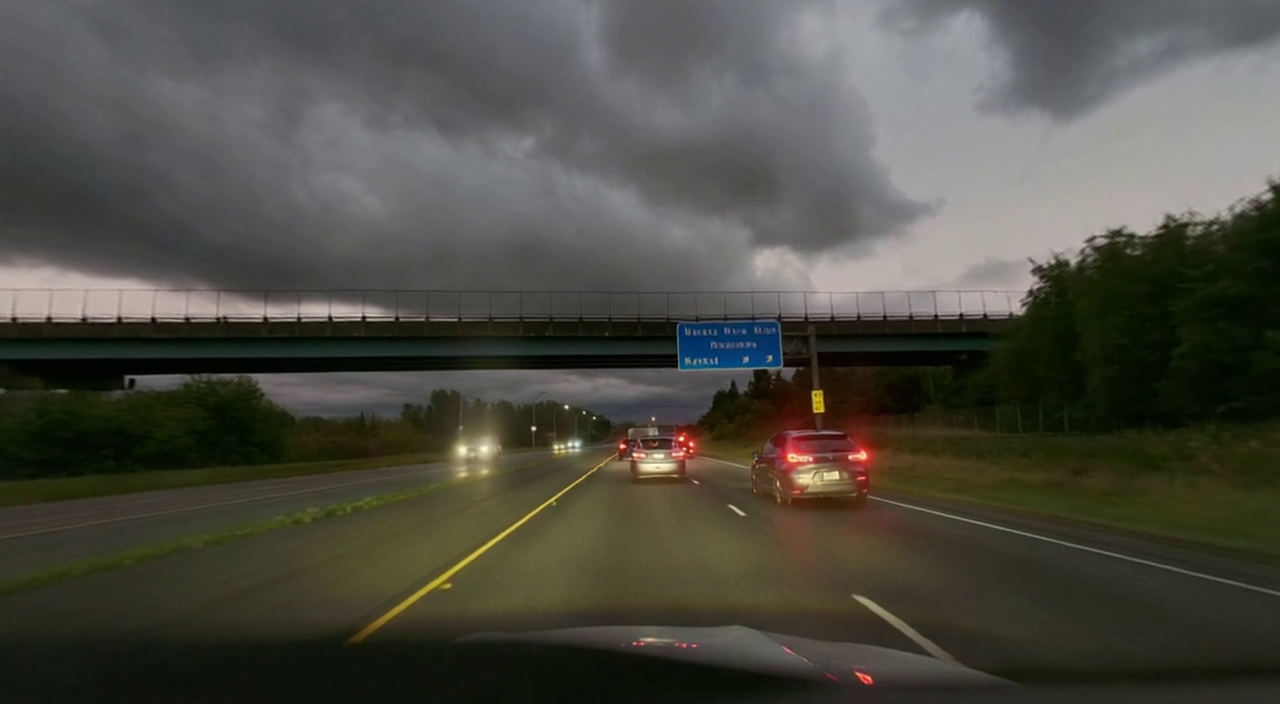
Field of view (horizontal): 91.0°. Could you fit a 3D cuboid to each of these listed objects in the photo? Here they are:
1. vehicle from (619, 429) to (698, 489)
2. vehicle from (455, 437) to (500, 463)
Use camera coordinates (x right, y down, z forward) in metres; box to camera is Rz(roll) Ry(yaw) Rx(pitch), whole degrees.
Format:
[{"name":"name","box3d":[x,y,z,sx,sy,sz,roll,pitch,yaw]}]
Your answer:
[{"name":"vehicle","box3d":[0.453,3.246,19.443,2.092,1.636,4.024,0,-8,-3]},{"name":"vehicle","box3d":[-12.012,7.247,46.731,2.082,1.833,4.755,-1,-8,0]}]
